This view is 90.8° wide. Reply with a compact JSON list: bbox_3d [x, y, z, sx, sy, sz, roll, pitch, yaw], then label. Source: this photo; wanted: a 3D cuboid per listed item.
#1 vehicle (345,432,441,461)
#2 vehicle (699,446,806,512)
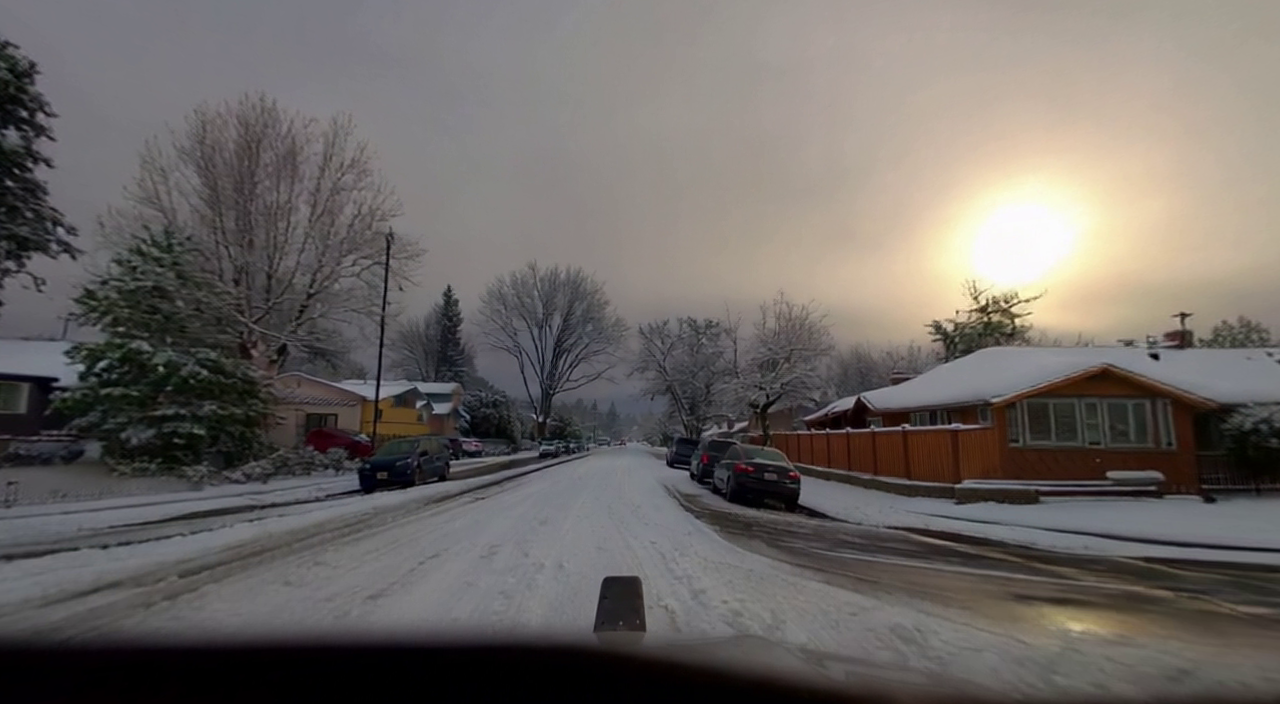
[{"bbox_3d":[-13.456,5.187,34.662,4.423,1.522,1.961,0,-8,-2],"label":"vehicle"},{"bbox_3d":[2.827,3.284,16.880,1.881,1.487,4.183,1,-8,-3],"label":"vehicle"}]
